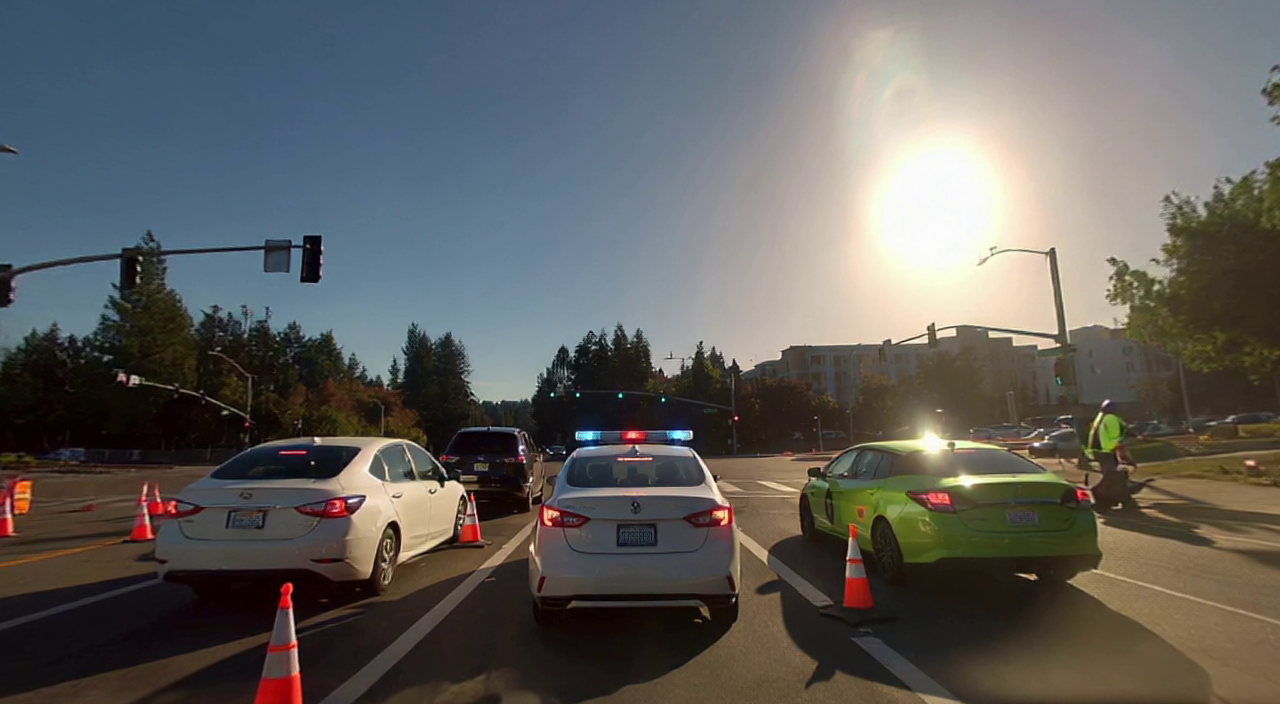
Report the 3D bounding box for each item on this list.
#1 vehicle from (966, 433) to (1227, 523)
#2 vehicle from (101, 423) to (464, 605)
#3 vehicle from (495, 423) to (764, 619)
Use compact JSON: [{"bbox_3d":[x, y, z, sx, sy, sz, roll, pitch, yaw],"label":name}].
[{"bbox_3d":[9.359,2.589,13.579,1.957,1.576,4.670,0,-9,-3],"label":"vehicle"},{"bbox_3d":[-3.604,1.674,7.400,1.863,1.526,4.006,0,-8,1],"label":"vehicle"},{"bbox_3d":[-0.123,1.625,7.076,2.061,1.486,4.332,0,-8,-1],"label":"vehicle"}]
